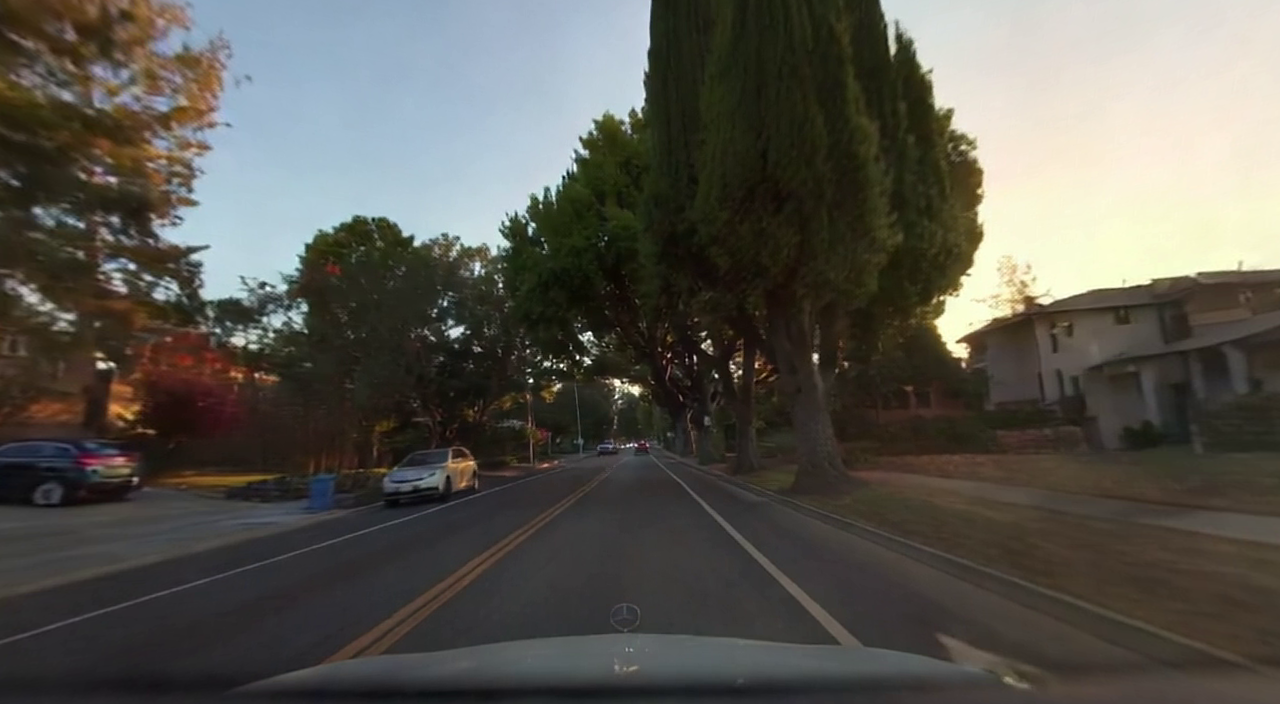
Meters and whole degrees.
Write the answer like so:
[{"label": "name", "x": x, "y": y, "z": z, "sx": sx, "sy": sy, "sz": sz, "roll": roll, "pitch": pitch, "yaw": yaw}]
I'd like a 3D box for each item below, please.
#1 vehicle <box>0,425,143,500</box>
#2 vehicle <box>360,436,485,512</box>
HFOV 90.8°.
[{"label": "vehicle", "x": -15.661, "y": 2.767, "z": 16.002, "sx": 4.735, "sy": 1.712, "sz": 1.992, "roll": -2, "pitch": -9, "yaw": 9}, {"label": "vehicle", "x": -6.592, "y": 3.734, "z": 19.834, "sx": 2.176, "sy": 1.885, "sz": 5.174, "roll": -4, "pitch": -9, "yaw": -2}]
